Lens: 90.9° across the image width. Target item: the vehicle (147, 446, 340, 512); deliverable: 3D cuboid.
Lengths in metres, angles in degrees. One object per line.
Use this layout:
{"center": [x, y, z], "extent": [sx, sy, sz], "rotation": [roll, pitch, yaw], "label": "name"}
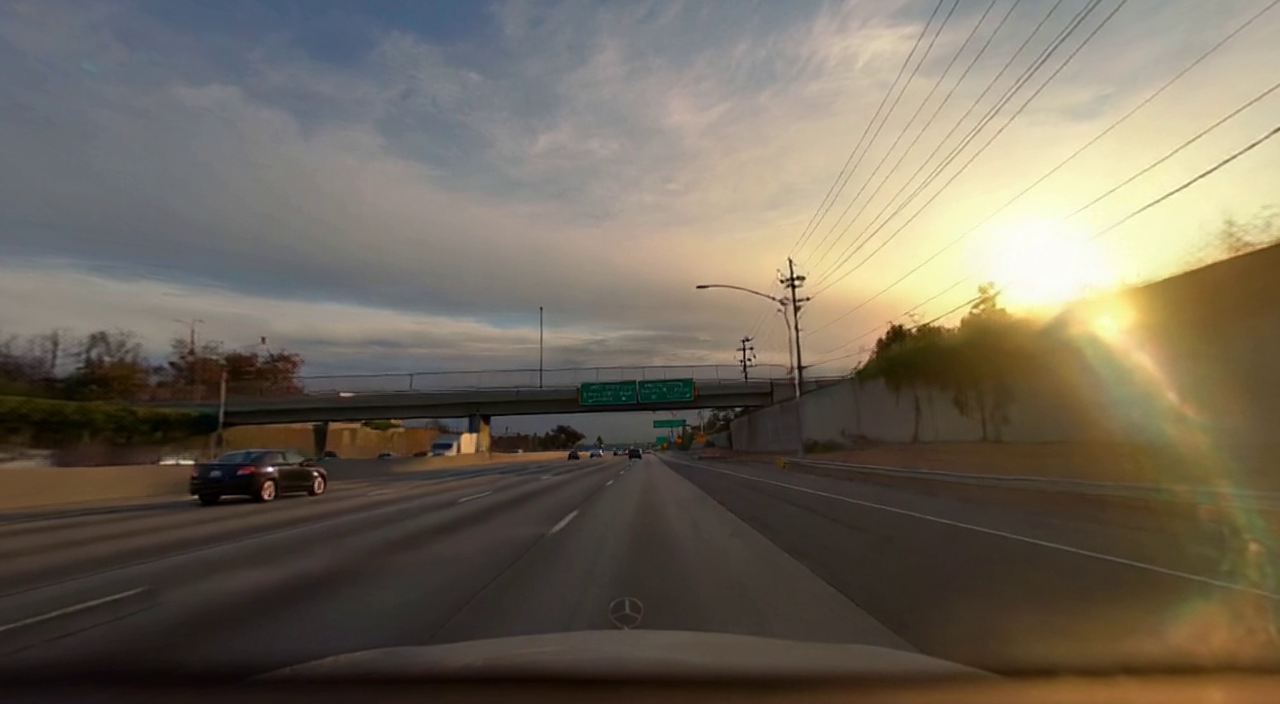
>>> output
{"center": [-10.102, 3.221, 16.623], "extent": [2.056, 1.476, 4.562], "rotation": [0, -8, 1], "label": "vehicle"}
